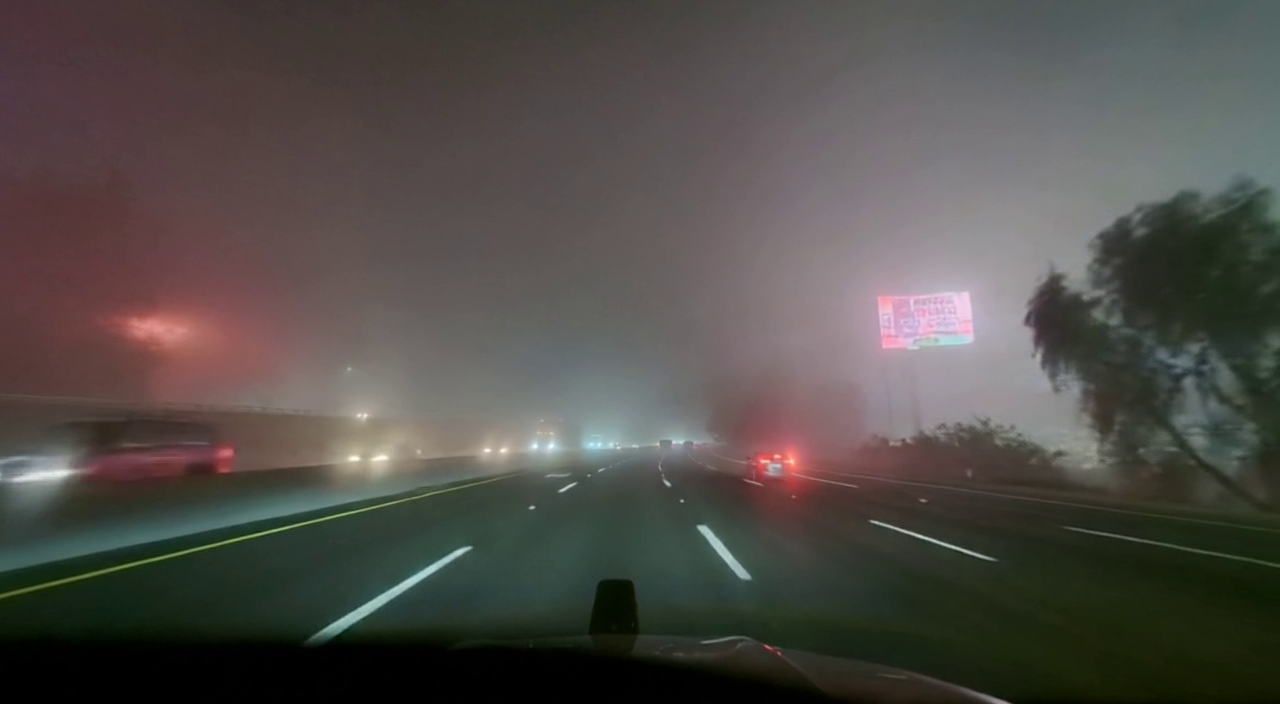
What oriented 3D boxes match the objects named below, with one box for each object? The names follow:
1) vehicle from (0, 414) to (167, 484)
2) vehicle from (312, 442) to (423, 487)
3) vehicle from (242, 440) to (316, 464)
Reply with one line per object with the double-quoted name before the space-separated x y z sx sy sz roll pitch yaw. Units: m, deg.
"vehicle" -19.495 3.302 21.633 2.235 2.061 5.495 0 -9 1
"vehicle" -9.478 3.937 22.433 1.938 1.430 4.392 0 -9 1
"vehicle" -22.607 6.303 39.759 1.867 1.408 4.507 0 -9 2
